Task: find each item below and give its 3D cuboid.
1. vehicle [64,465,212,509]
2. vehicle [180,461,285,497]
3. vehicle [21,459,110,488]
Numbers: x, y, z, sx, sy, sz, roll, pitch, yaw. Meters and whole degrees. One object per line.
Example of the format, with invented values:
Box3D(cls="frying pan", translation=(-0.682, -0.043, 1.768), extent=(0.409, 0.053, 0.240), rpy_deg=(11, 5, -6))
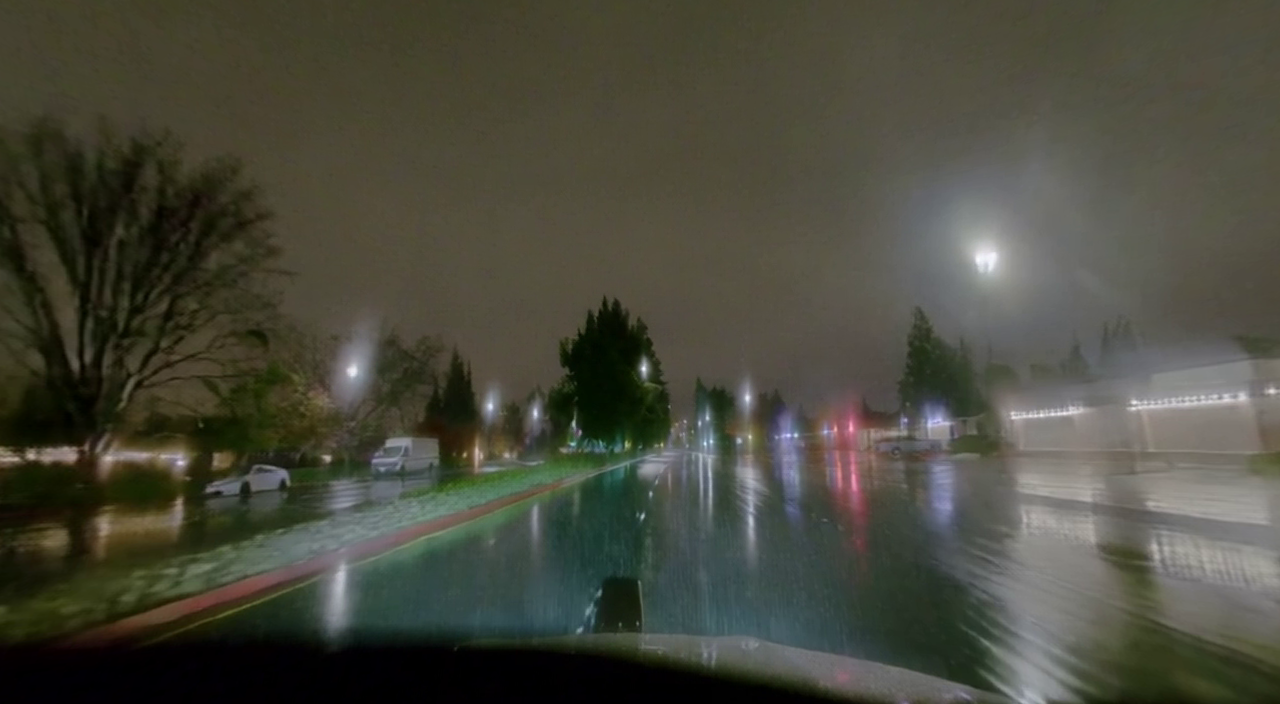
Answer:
Box3D(cls="vehicle", translation=(-19.776, 5.314, 25.113), extent=(1.929, 1.393, 4.611), rpy_deg=(0, -8, 4))
Box3D(cls="vehicle", translation=(-19.547, 6.081, 30.452), extent=(1.820, 1.459, 4.559), rpy_deg=(0, -8, 3))
Box3D(cls="vehicle", translation=(-32.138, 6.794, 35.310), extent=(1.548, 1.426, 3.591), rpy_deg=(-3, -10, 1))
